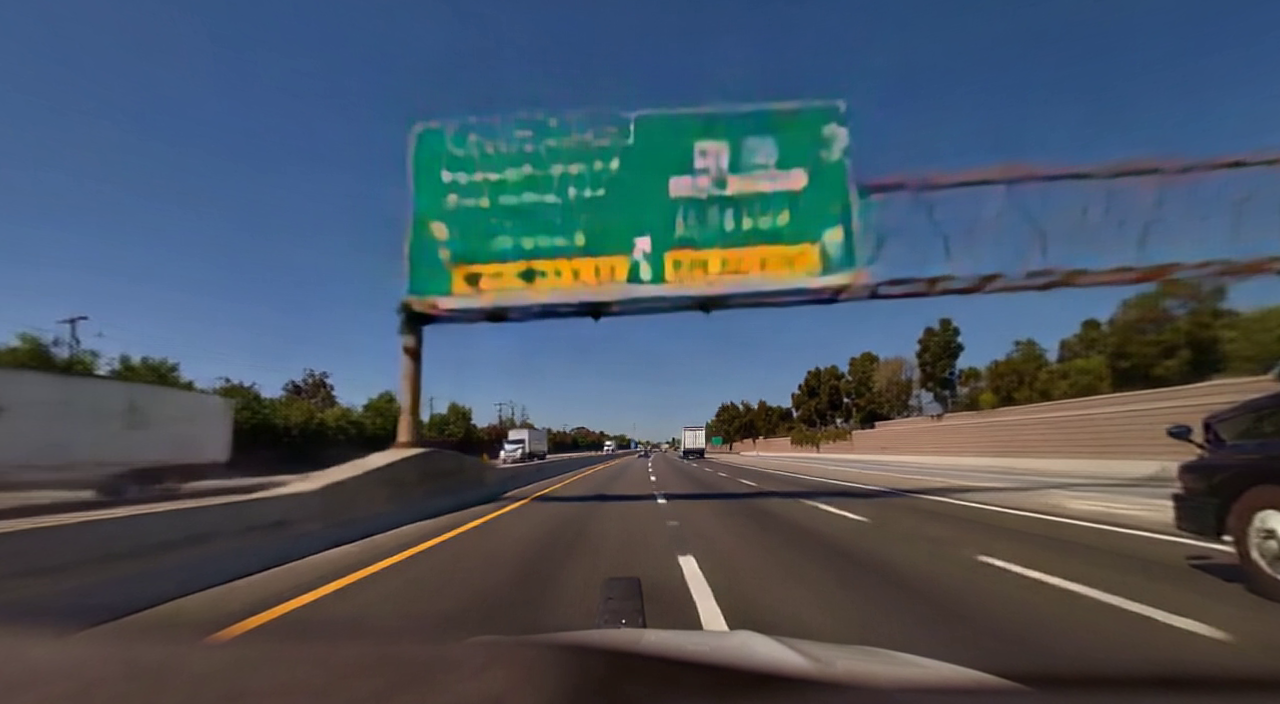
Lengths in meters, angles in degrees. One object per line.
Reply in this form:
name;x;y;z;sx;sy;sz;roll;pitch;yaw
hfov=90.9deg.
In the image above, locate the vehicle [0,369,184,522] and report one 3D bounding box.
vehicle;-16.301;2.240;15.041;2.750;3.529;10.573;0;-9;0
